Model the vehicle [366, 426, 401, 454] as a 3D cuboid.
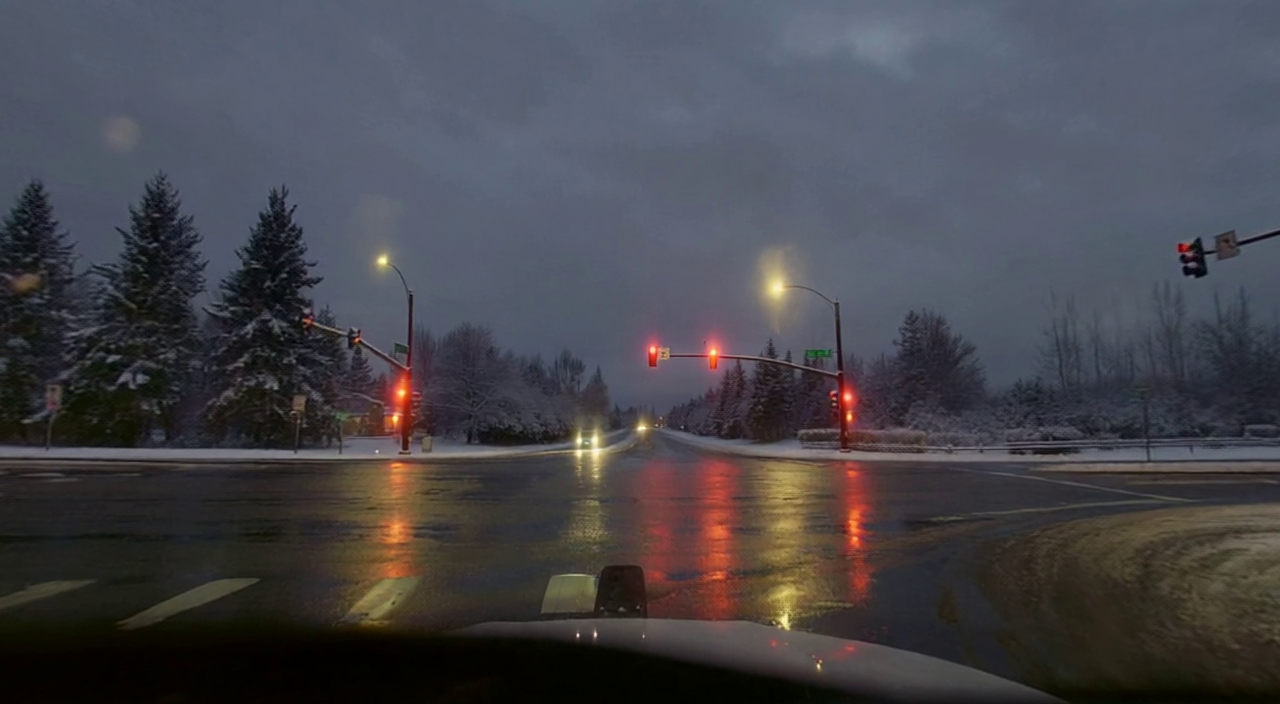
[{"bbox_3d":[-20.018,6.860,48.876,1.873,2.079,2.879,5,-10,-33],"label":"vehicle"}]
